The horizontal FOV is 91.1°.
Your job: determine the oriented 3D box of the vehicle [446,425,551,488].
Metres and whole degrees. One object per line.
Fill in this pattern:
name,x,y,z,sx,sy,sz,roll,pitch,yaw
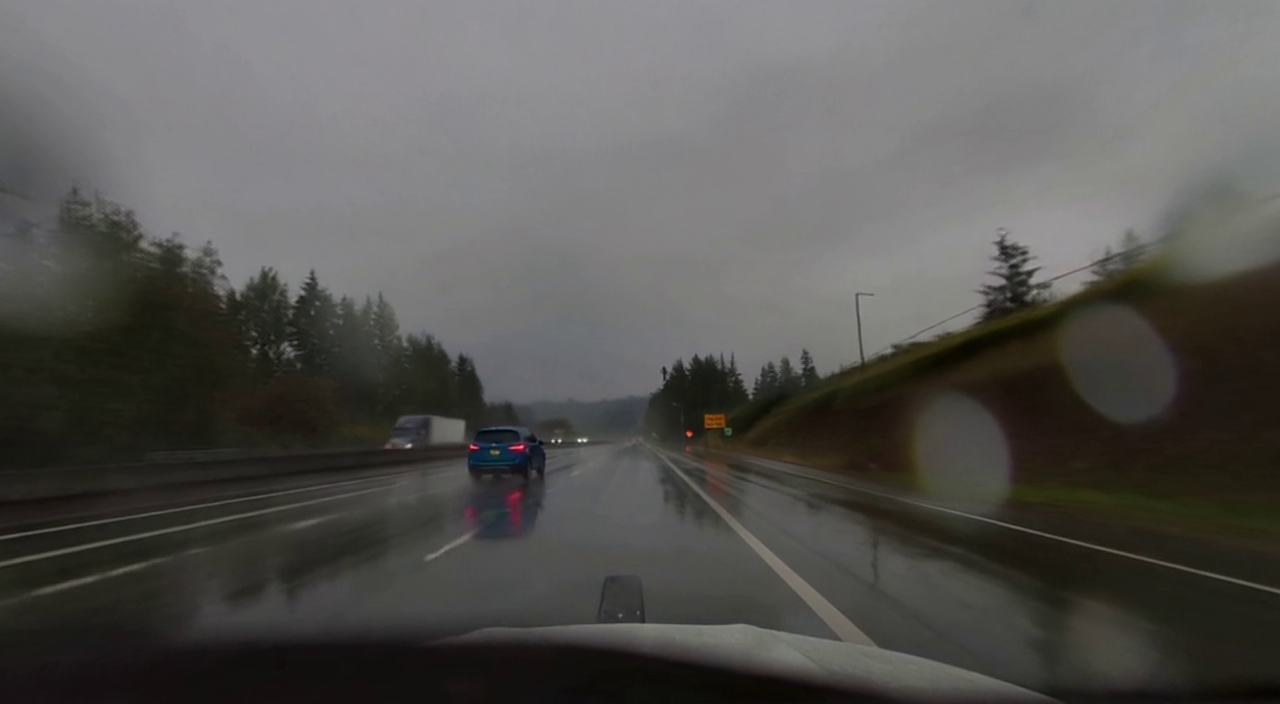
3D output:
vehicle,-4.150,3.139,19.219,2.125,1.662,4.336,0,-8,1
